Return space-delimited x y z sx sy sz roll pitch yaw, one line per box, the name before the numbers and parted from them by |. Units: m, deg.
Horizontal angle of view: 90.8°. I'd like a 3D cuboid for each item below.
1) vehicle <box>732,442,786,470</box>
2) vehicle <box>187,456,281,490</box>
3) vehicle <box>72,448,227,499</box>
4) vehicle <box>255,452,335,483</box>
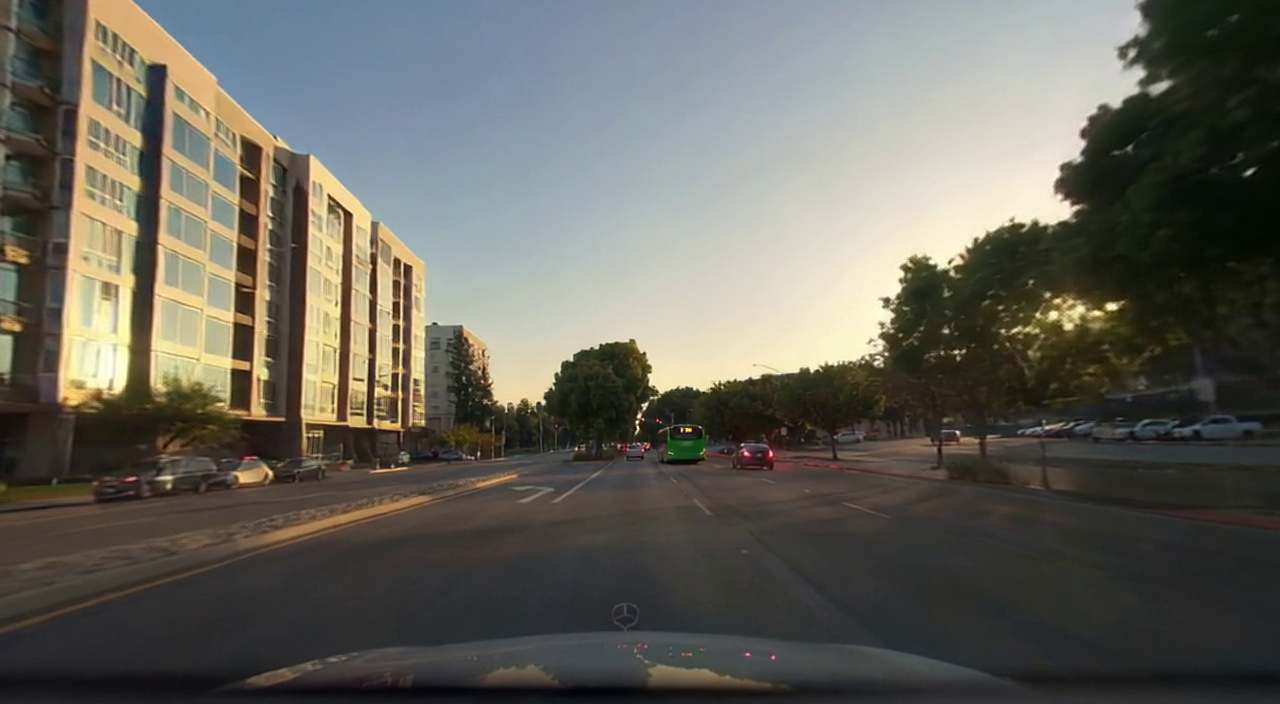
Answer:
vehicle | 6.464 5.721 34.839 1.992 1.447 4.414 1 -9 -2
vehicle | -18.946 5.619 29.729 1.685 1.426 4.247 1 -9 -2
vehicle | -18.662 4.608 24.428 2.047 1.756 4.844 0 -9 0
vehicle | -18.783 6.288 34.696 1.861 1.499 4.605 0 -9 -1
